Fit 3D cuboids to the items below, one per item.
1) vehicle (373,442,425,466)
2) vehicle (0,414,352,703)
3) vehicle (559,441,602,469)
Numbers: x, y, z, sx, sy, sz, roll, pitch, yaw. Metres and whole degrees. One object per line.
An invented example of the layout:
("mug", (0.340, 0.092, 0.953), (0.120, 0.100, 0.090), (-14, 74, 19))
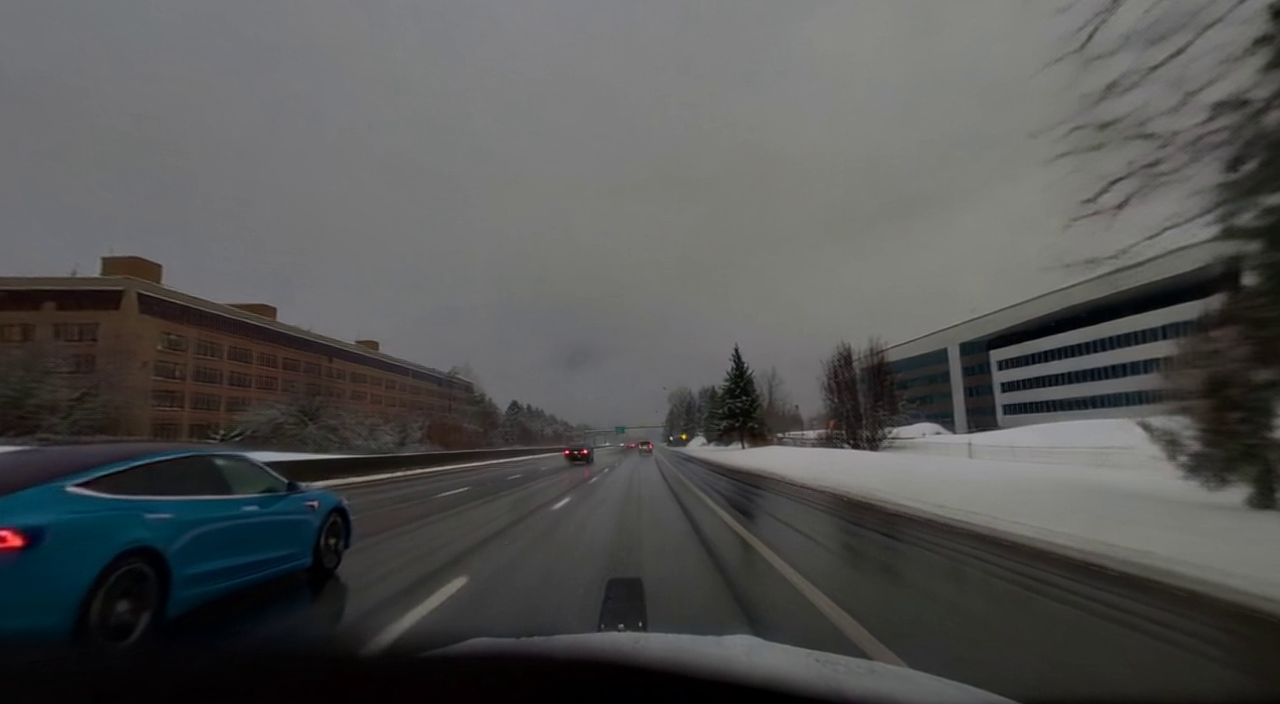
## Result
("vehicle", (-17.124, 7.252, 45.027), (1.868, 1.584, 4.372), (0, -8, 1))
("vehicle", (-4.156, 1.261, 4.537), (2.083, 1.471, 4.350), (0, -8, 1))
("vehicle", (-3.263, 5.721, 35.363), (1.926, 1.464, 4.186), (0, -8, 0))
